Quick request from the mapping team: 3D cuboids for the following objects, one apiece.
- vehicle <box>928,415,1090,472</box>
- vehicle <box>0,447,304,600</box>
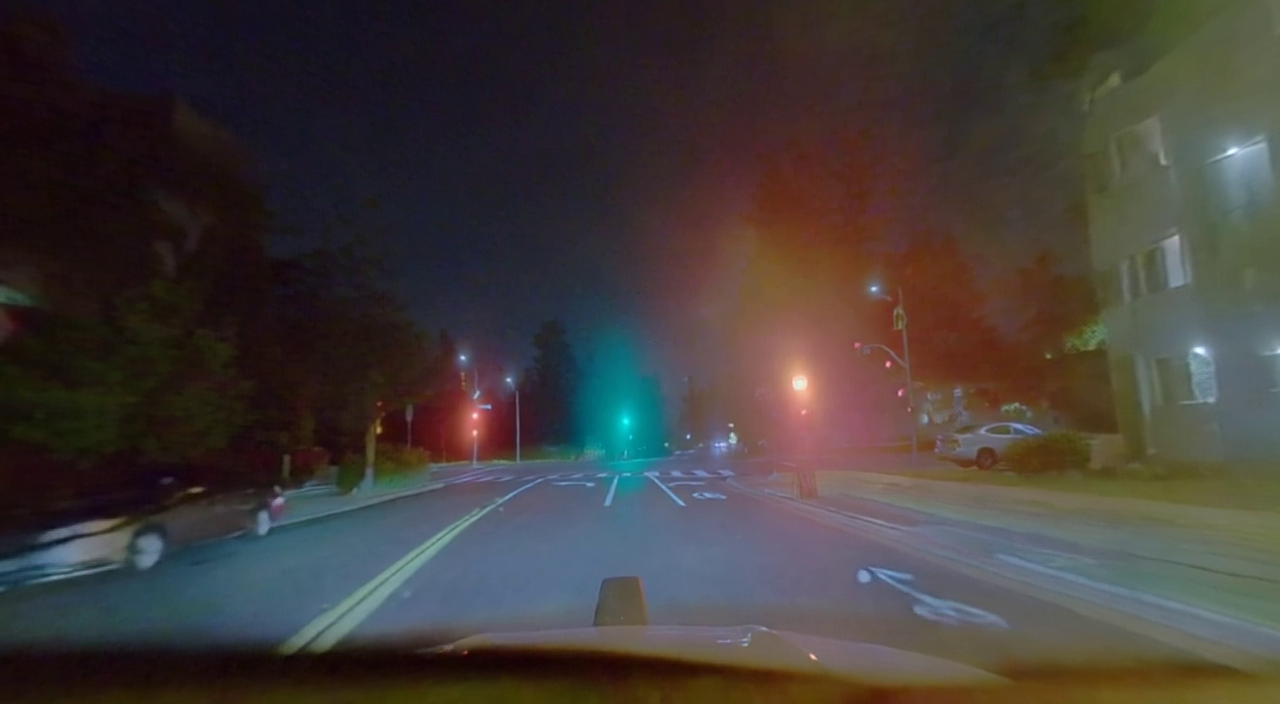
[{"bbox_3d":[13.412,3.379,23.081,4.562,1.850,2.130,1,-9,0],"label":"vehicle"},{"bbox_3d":[-6.763,2.162,8.776,2.033,1.456,4.370,-4,-8,-5],"label":"vehicle"}]
